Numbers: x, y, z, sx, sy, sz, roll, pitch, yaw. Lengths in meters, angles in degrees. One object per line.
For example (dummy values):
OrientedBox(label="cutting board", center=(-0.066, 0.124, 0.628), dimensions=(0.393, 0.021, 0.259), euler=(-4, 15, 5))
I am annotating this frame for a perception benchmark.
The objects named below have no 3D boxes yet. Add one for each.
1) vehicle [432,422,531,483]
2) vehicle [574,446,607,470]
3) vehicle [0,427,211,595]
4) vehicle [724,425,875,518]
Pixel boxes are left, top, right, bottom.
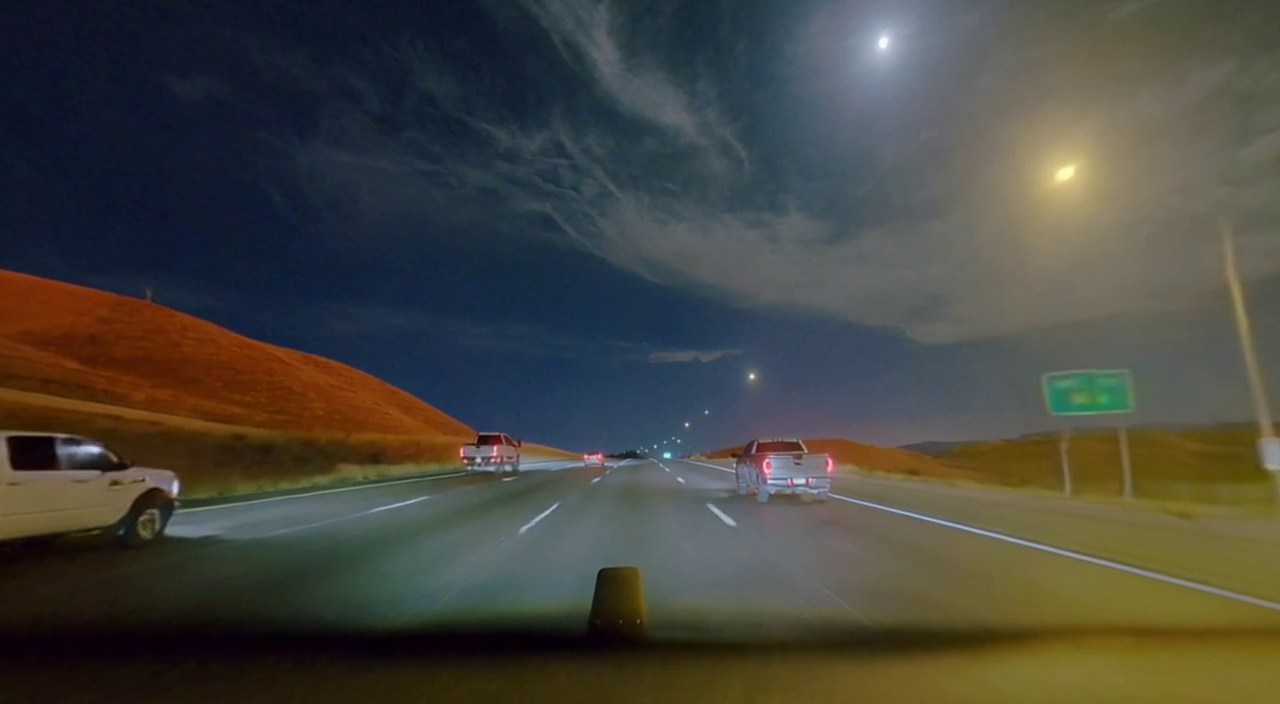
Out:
OrientedBox(label="vehicle", center=(-7.207, 4.740, 29.798), dimensions=(2.937, 2.509, 7.090), euler=(0, -9, -1))
OrientedBox(label="vehicle", center=(-3.414, 7.385, 44.189), dimensions=(2.009, 1.593, 4.378), euler=(0, -9, -1))
OrientedBox(label="vehicle", center=(-6.941, 1.543, 6.252), dimensions=(1.935, 1.550, 4.883), euler=(0, -9, 0))
OrientedBox(label="vehicle", center=(3.422, 2.690, 14.659), dimensions=(2.231, 1.789, 4.700), euler=(0, -9, 0))
